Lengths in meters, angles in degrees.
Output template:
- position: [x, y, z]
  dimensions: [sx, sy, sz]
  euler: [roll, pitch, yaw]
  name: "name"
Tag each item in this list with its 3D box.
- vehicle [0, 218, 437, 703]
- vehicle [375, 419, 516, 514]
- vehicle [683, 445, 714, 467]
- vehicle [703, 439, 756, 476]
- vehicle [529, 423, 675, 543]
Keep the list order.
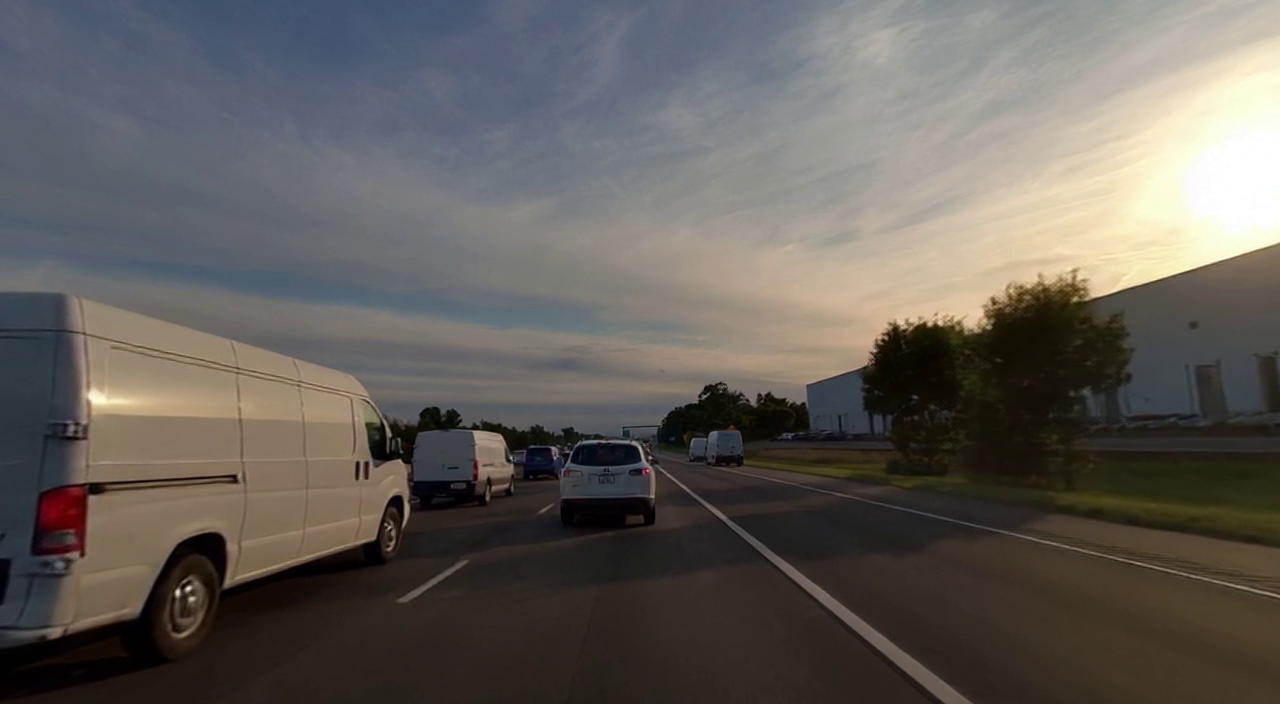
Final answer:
- position: [-4.433, 1.083, 6.682]
  dimensions: [2.248, 2.626, 6.837]
  euler: [0, -9, 0]
  name: "vehicle"
- position: [-4.568, 2.777, 15.644]
  dimensions: [2.043, 1.987, 4.486]
  euler: [0, -9, 0]
  name: "vehicle"
- position: [4.239, 7.620, 46.218]
  dimensions: [1.874, 1.512, 3.723]
  euler: [0, -9, -1]
  name: "vehicle"
- position: [4.421, 5.298, 31.801]
  dimensions: [2.003, 1.754, 4.134]
  euler: [0, -9, -1]
  name: "vehicle"
- position: [-0.563, 2.184, 11.027]
  dimensions: [2.093, 1.695, 3.782]
  euler: [0, -9, -1]
  name: "vehicle"
